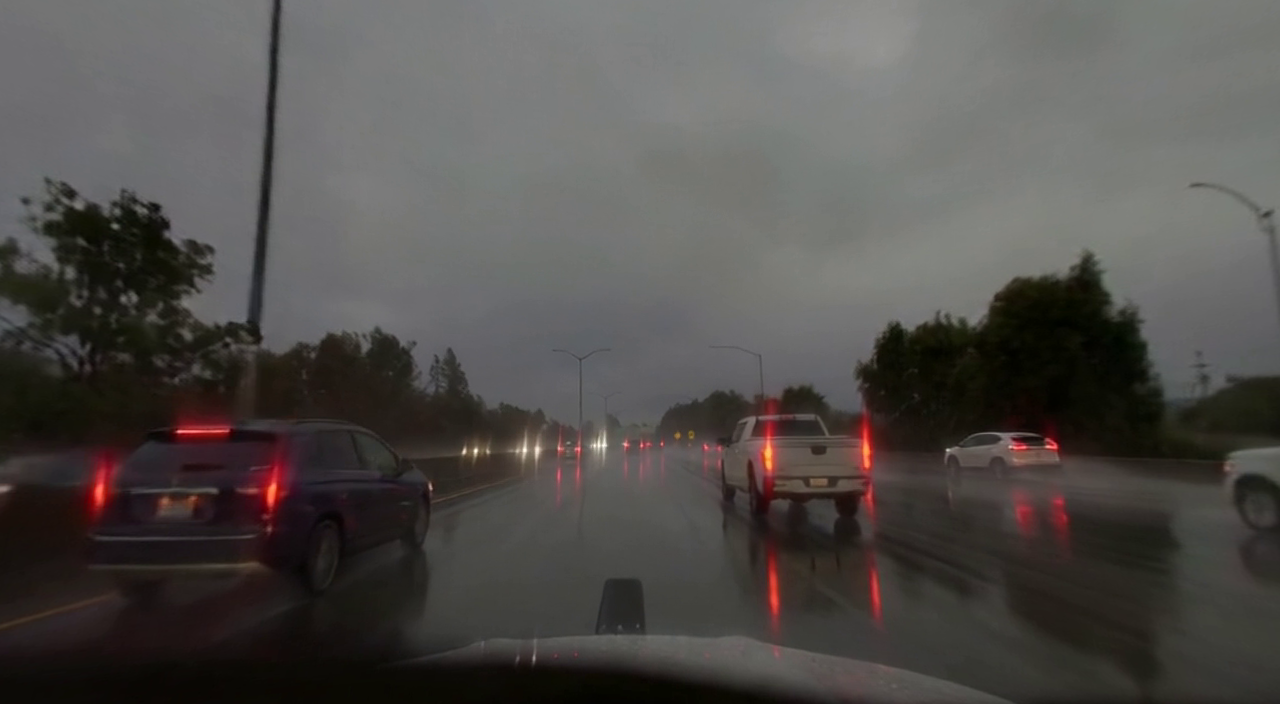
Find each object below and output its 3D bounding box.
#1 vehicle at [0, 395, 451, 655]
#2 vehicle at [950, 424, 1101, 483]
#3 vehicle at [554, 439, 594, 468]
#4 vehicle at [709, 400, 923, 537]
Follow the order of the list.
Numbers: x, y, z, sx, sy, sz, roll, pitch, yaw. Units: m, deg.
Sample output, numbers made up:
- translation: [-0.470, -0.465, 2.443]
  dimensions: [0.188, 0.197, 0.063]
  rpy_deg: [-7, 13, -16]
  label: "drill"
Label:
- translation: [-3.610, 1.436, 6.307]
  dimensions: [2.119, 1.654, 4.353]
  rpy_deg: [0, -8, 0]
  label: "vehicle"
- translation: [13.144, 3.514, 22.013]
  dimensions: [2.076, 1.799, 4.871]
  rpy_deg: [0, -8, -1]
  label: "vehicle"
- translation: [-3.933, 6.130, 38.364]
  dimensions: [1.992, 1.651, 4.185]
  rpy_deg: [0, -8, 0]
  label: "vehicle"
- translation: [2.729, 2.019, 11.576]
  dimensions: [2.200, 1.870, 5.649]
  rpy_deg: [0, -8, -1]
  label: "vehicle"
